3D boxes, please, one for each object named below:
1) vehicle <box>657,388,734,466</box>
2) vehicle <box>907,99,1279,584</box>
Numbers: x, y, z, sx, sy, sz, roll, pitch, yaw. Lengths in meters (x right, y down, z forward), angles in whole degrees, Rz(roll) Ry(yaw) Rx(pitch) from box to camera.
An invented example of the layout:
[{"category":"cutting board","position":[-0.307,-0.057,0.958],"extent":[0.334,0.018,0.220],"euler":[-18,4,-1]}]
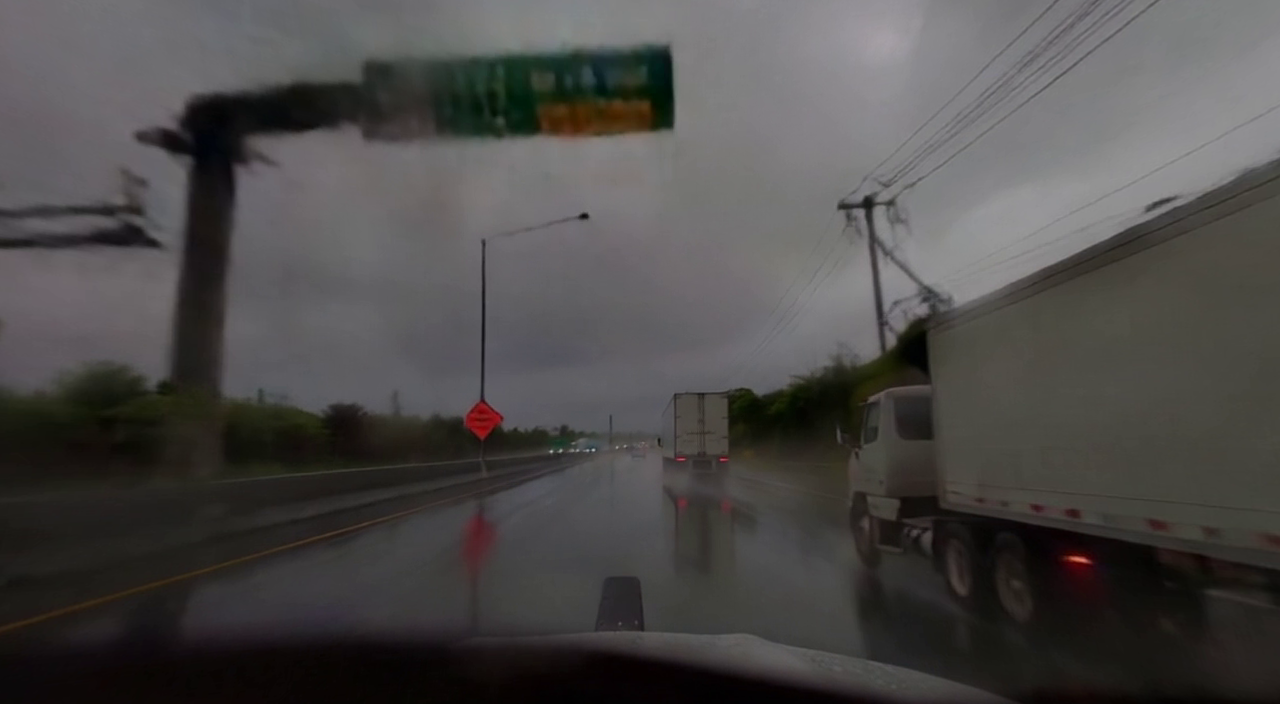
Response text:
[{"category":"vehicle","position":[3.090,5.157,41.212],"extent":[3.202,4.046,17.146],"euler":[0,-9,-1]},{"category":"vehicle","position":[7.248,-0.340,3.853],"extent":[3.400,4.134,17.388],"euler":[0,-9,-1]}]
